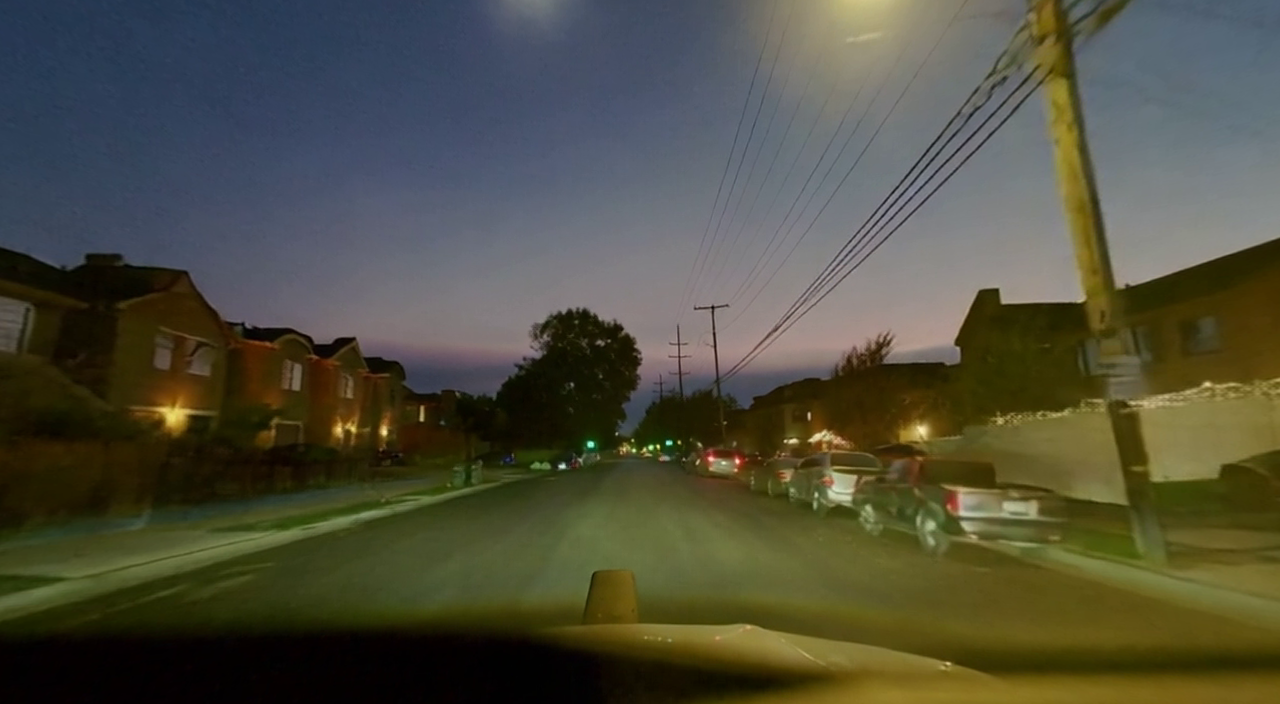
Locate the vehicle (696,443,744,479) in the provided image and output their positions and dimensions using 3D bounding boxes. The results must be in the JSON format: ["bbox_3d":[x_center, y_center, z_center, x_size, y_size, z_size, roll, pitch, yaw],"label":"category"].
[{"bbox_3d":[4.502,6.212,36.239,2.086,1.885,4.323,0,-9,-1],"label":"vehicle"}]

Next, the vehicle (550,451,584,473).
[{"bbox_3d":[-5.465,8.241,47.404,2.031,1.468,4.165,-2,-9,0],"label":"vehicle"}]

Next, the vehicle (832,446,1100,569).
[{"bbox_3d":[4.670,2.240,10.024,1.859,1.469,4.550,0,-9,1],"label":"vehicle"}]
